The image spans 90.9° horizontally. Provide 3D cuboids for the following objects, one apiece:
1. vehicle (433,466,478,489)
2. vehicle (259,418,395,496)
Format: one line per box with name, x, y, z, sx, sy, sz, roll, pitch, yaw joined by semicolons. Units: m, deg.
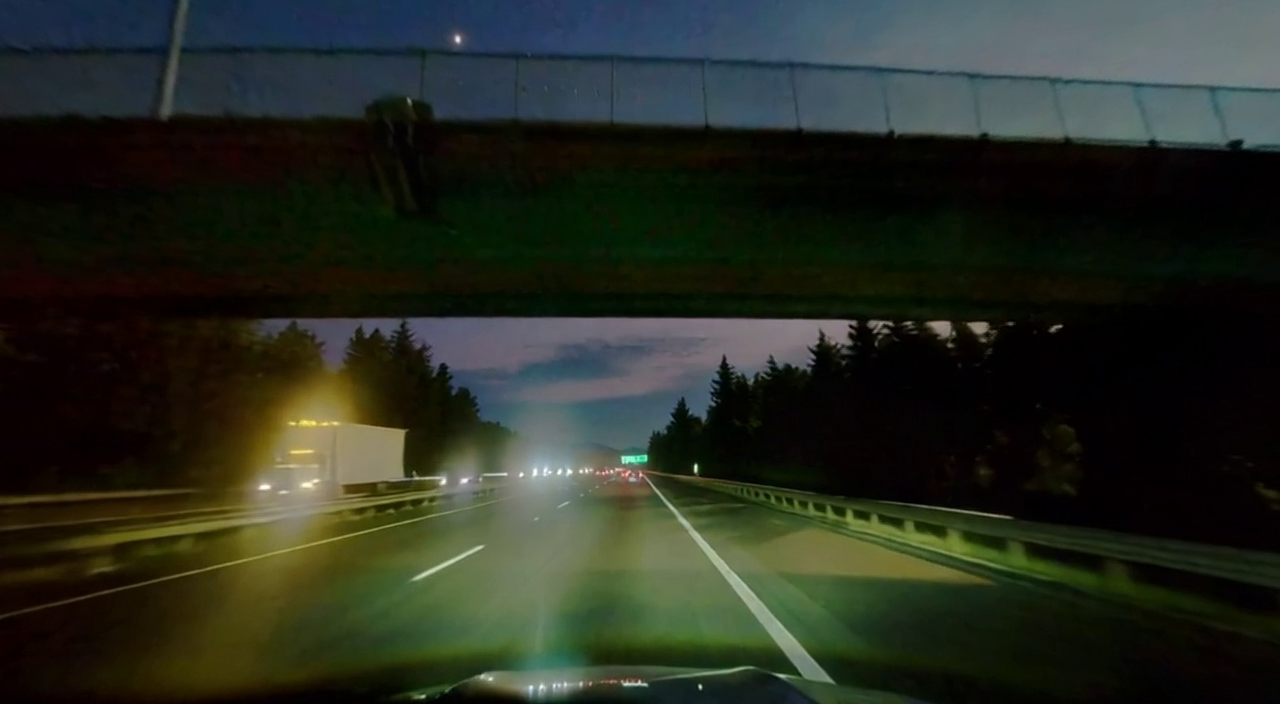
vehicle;-13.131;8.965;45.179;1.855;1.474;4.335;1;-11;1
vehicle;-17.587;6.170;36.491;2.960;3.849;9.487;1;-11;-1
